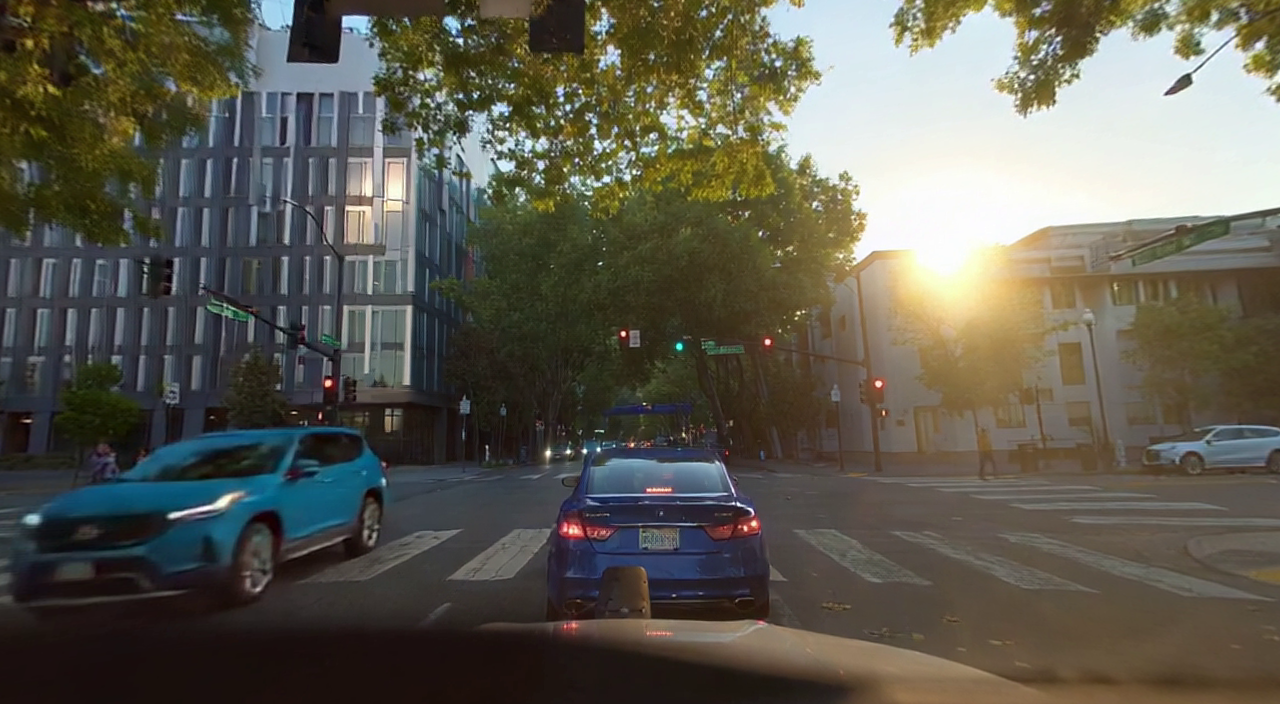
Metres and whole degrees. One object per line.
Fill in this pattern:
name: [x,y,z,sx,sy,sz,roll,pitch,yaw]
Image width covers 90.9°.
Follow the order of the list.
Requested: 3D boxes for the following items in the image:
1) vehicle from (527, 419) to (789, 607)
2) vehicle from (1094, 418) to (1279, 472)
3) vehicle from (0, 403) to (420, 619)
vehicle: [-0.145,1.654,7.486,1.893,1.532,4.145,2,-9,-16]
vehicle: [19.111,3.272,22.227,4.675,1.772,1.945,0,-8,0]
vehicle: [-4.470,1.642,7.539,2.006,1.756,4.599,0,-8,0]
